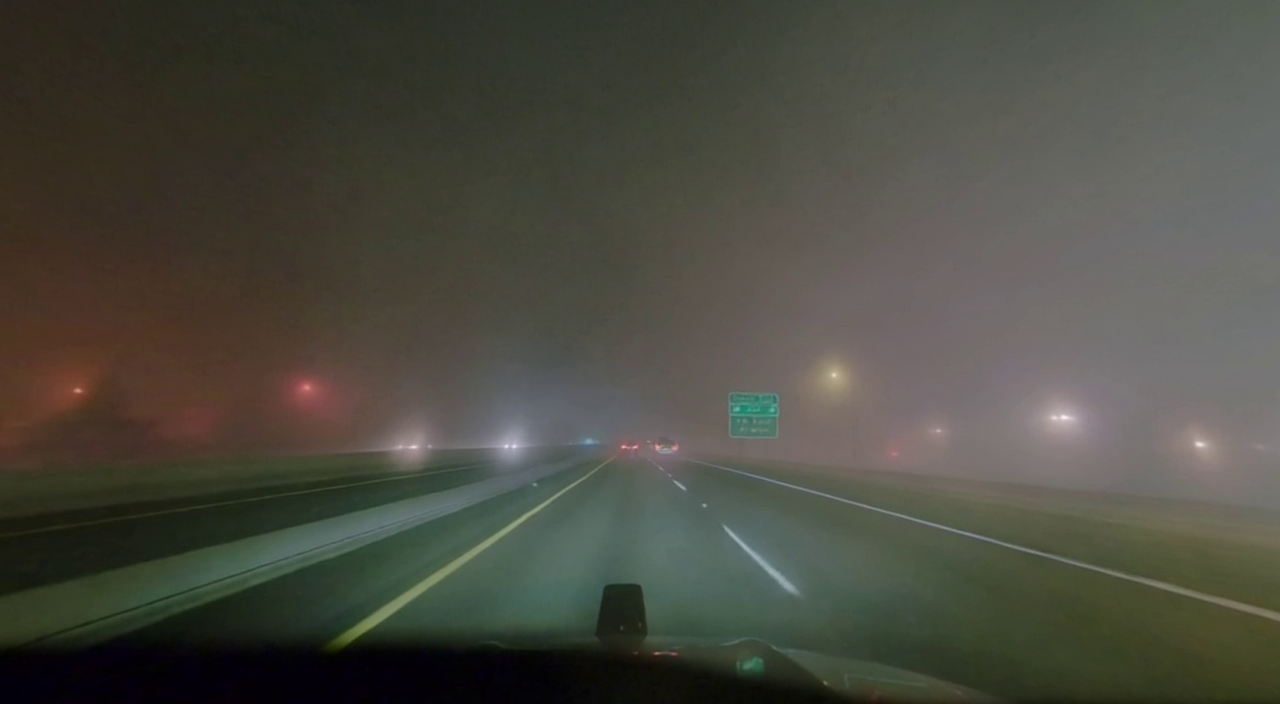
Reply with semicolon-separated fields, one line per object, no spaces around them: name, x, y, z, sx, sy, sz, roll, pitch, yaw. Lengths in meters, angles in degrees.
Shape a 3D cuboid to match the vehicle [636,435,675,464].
vehicle;1.039;6.906;44.828;2.431;1.916;4.808;0;-8;-2
